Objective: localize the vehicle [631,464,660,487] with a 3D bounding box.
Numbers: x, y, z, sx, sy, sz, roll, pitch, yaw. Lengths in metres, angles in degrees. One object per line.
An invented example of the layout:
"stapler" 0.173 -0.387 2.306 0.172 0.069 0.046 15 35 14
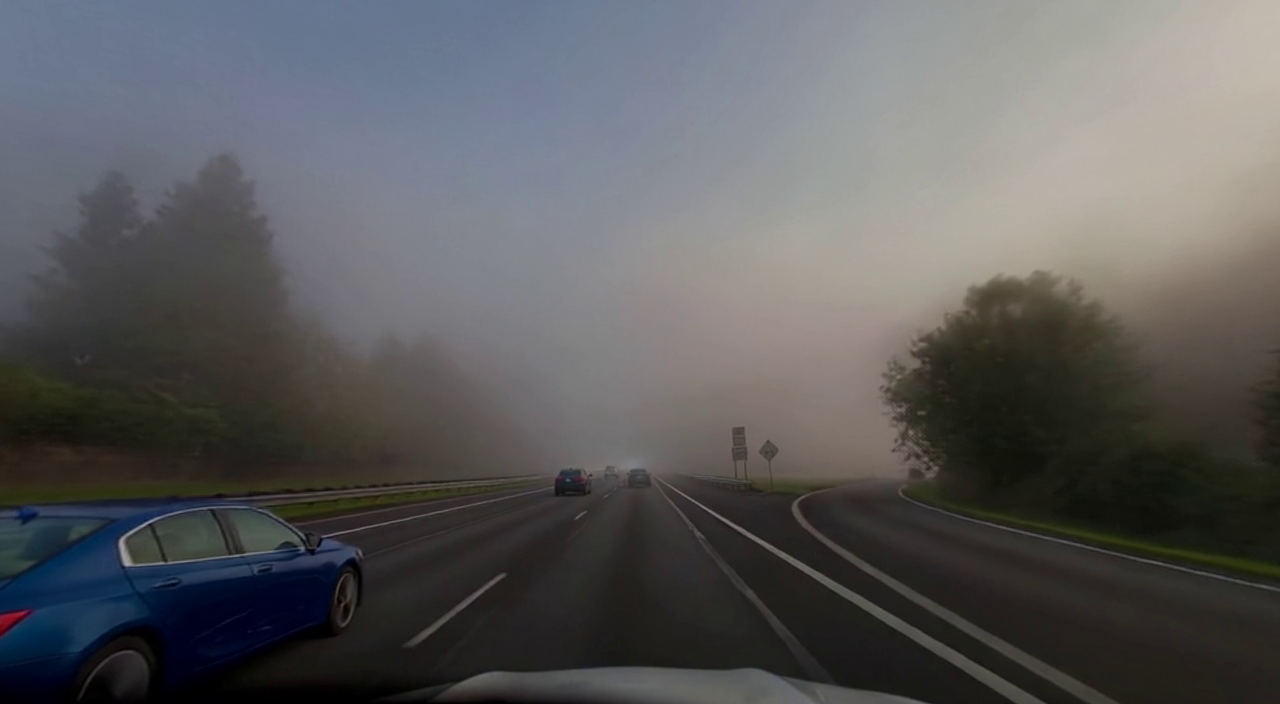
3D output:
"vehicle" 0.373 9.285 47.334 2.065 1.596 3.869 1 -11 0

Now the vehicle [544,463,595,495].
"vehicle" -3.535 6.530 32.548 2.047 1.523 4.279 1 -11 1
